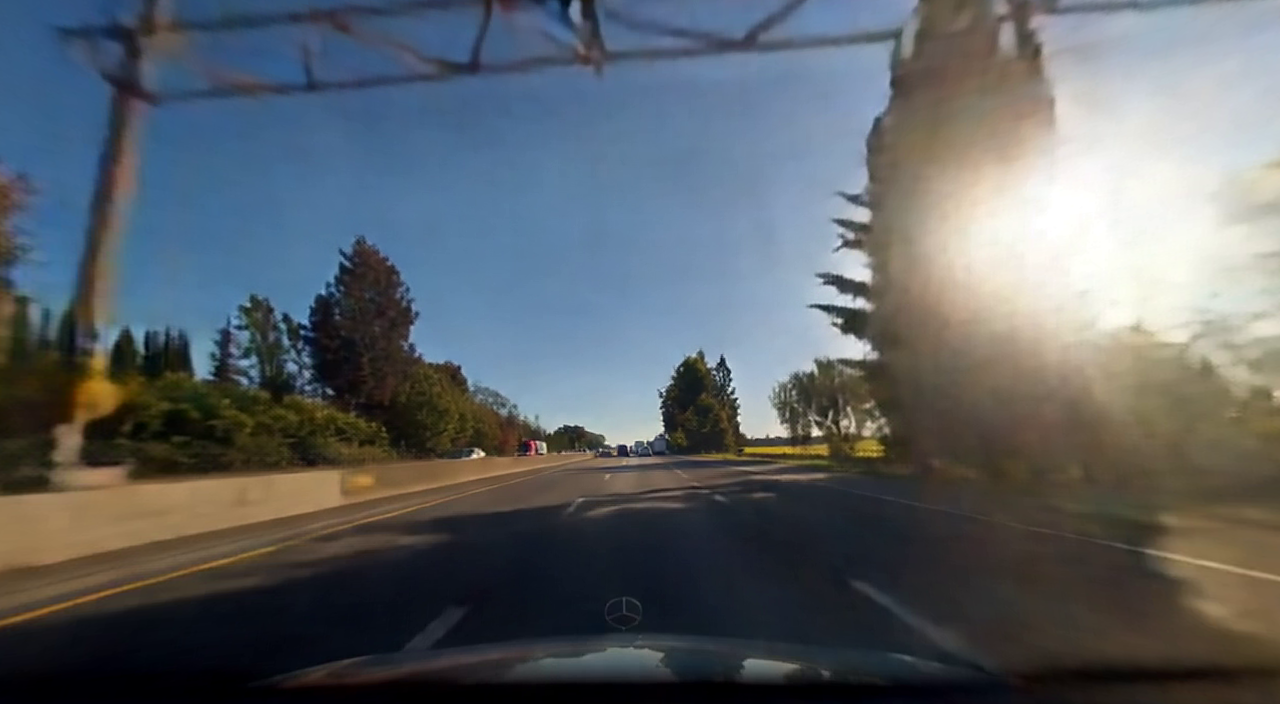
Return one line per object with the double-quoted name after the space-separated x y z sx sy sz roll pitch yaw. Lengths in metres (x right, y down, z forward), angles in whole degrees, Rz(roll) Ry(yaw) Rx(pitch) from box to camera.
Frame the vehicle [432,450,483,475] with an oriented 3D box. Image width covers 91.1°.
-11.778 7.155 40.967 1.958 1.497 4.489 -1 -9 0 "vehicle"
